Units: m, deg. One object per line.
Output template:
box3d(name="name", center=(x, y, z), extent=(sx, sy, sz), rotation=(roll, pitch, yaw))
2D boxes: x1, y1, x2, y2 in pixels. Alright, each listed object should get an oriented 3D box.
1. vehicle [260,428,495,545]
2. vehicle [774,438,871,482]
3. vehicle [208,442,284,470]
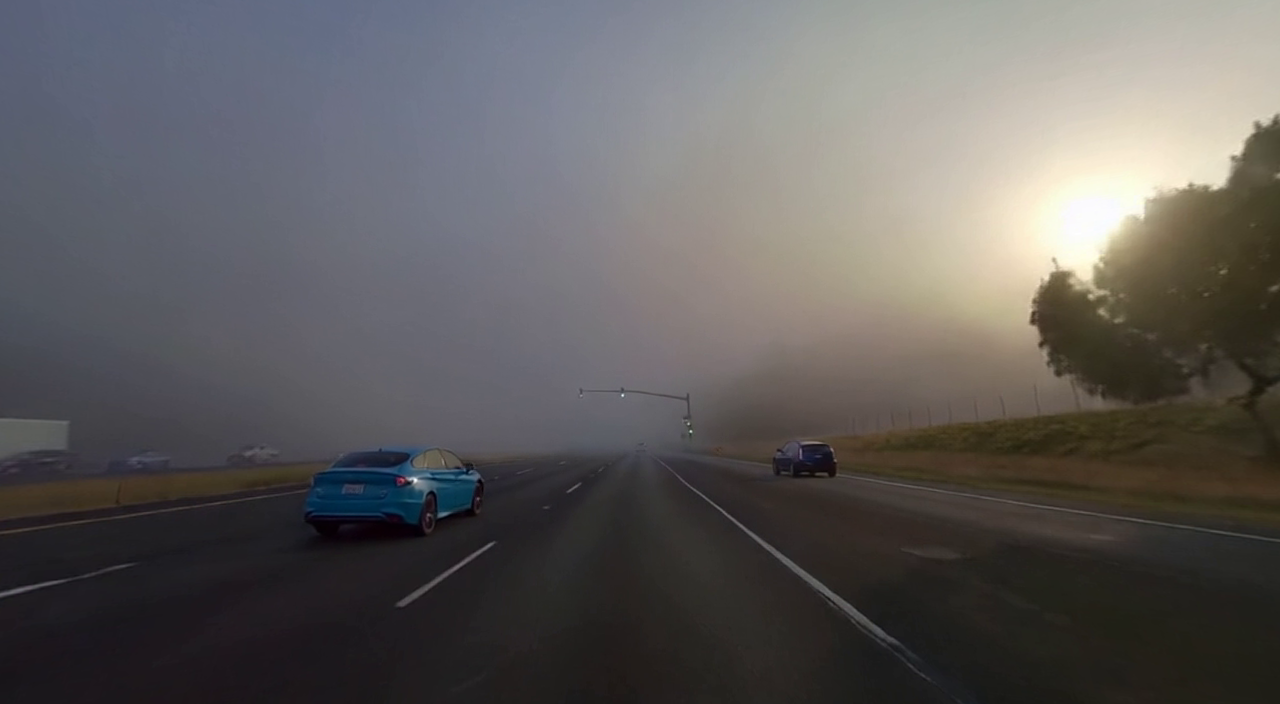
box3d(name="vehicle", center=(-3.970, 2.109, 10.547), extent=(1.987, 1.516, 4.478), rotation=(0, -9, 0))
box3d(name="vehicle", center=(6.695, 4.023, 23.723), extent=(2.049, 1.481, 4.774), rotation=(0, -9, -2))
box3d(name="vehicle", center=(-28.526, 7.519, 45.805), extent=(2.124, 1.912, 5.133), rotation=(0, -9, 0))
